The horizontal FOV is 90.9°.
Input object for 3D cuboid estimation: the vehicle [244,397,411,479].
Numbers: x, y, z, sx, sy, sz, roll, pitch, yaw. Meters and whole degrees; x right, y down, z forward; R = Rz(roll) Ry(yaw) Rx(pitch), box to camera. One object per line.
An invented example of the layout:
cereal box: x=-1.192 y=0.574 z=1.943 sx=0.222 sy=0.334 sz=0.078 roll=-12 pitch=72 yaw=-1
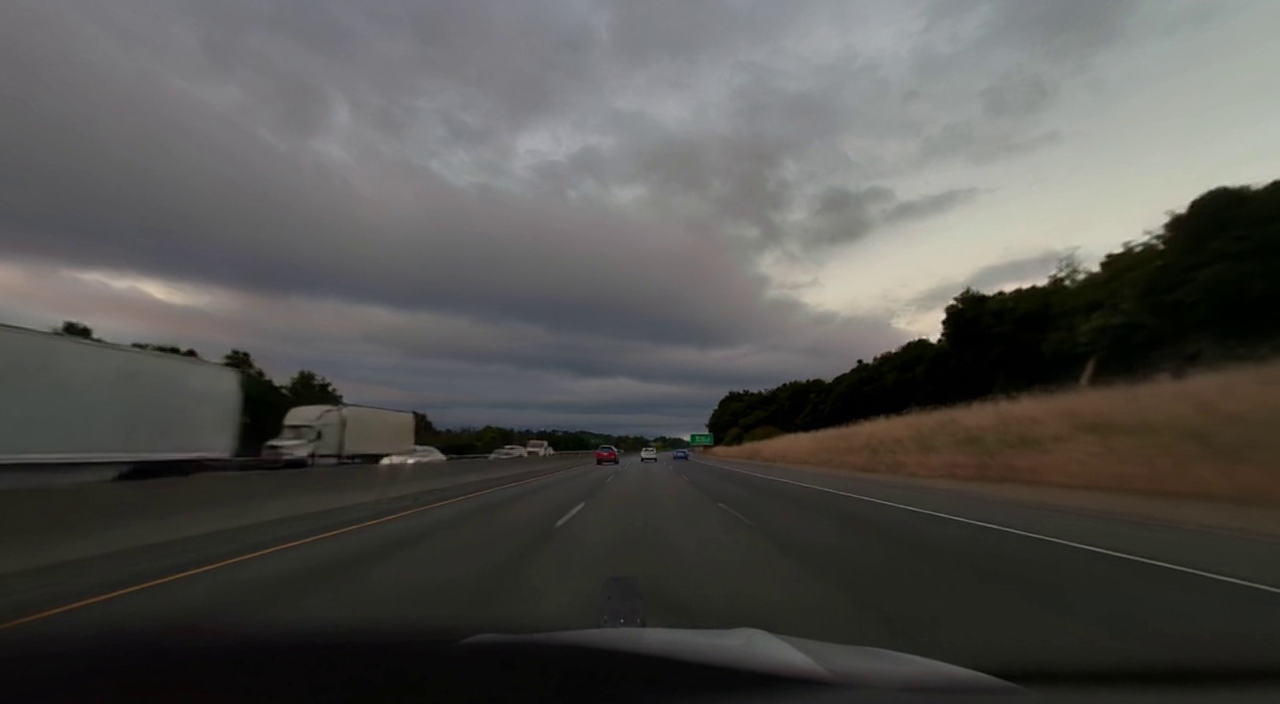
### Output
vehicle: x=-18.505 y=5.484 z=39.262 sx=2.883 sy=4.113 sz=14.175 roll=0 pitch=-9 yaw=1

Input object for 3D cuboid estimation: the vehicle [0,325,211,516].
vehicle: x=-15.396 y=1.356 z=12.872 sx=2.870 sy=4.109 sz=14.317 roll=0 pitch=-9 yaw=1

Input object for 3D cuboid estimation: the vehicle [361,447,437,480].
vehicle: x=-11.482 y=5.330 z=30.363 sx=2.007 sy=1.490 sz=4.119 roll=0 pitch=-9 yaw=1
